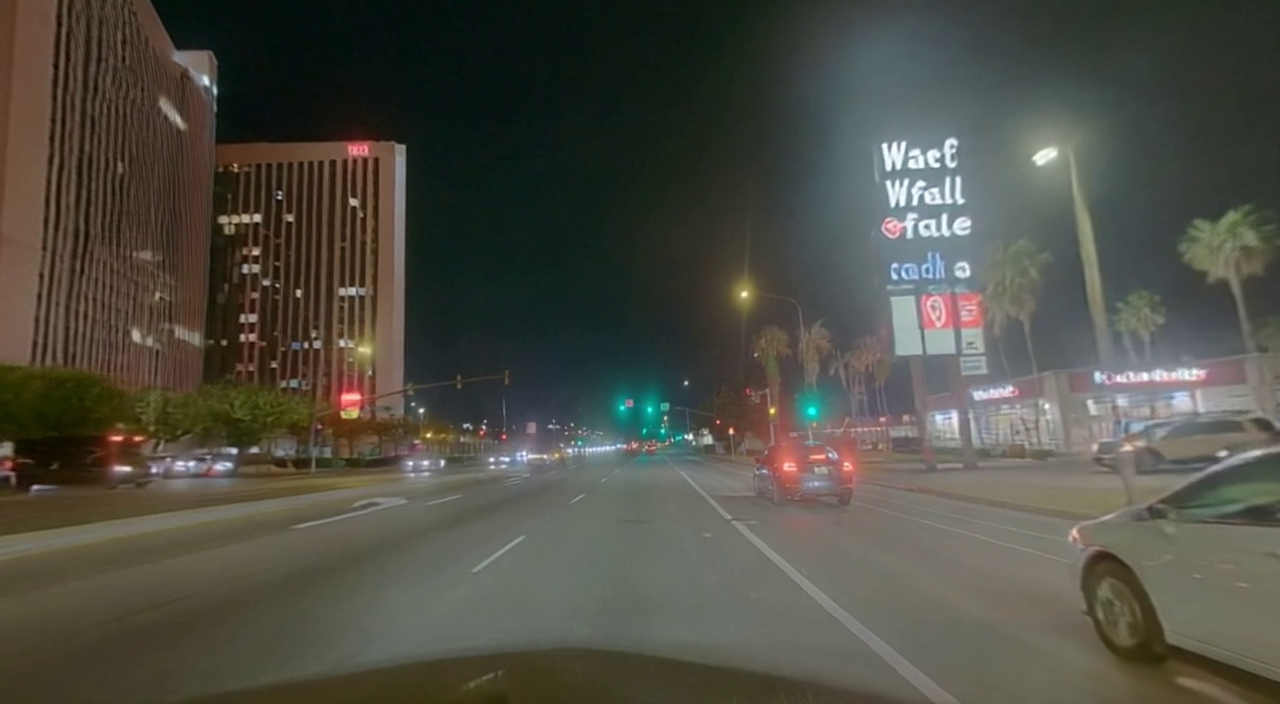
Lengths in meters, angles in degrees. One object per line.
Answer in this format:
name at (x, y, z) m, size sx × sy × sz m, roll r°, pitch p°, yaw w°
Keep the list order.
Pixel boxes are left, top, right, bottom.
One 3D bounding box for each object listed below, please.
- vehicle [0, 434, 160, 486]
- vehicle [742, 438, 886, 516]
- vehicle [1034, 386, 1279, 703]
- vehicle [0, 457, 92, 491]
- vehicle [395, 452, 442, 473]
vehicle at (-30.968, 5.940, 34.813) m, size 7.019 × 2.687 × 2.419 m, roll -1°, pitch -8°, yaw 4°
vehicle at (3.705, 2.736, 14.436) m, size 1.870 × 1.467 × 4.800 m, roll 0°, pitch -8°, yaw -1°
vehicle at (3.619, 0.834, 2.095) m, size 1.931 × 1.534 × 4.126 m, roll 0°, pitch -8°, yaw 0°
vehicle at (-29.650, 5.908, 30.822) m, size 1.966 × 1.430 × 4.309 m, roll 0°, pitch -9°, yaw -4°
vehicle at (-17.030, 8.482, 48.600) m, size 1.961 × 1.500 × 4.291 m, roll 0°, pitch -8°, yaw 1°
